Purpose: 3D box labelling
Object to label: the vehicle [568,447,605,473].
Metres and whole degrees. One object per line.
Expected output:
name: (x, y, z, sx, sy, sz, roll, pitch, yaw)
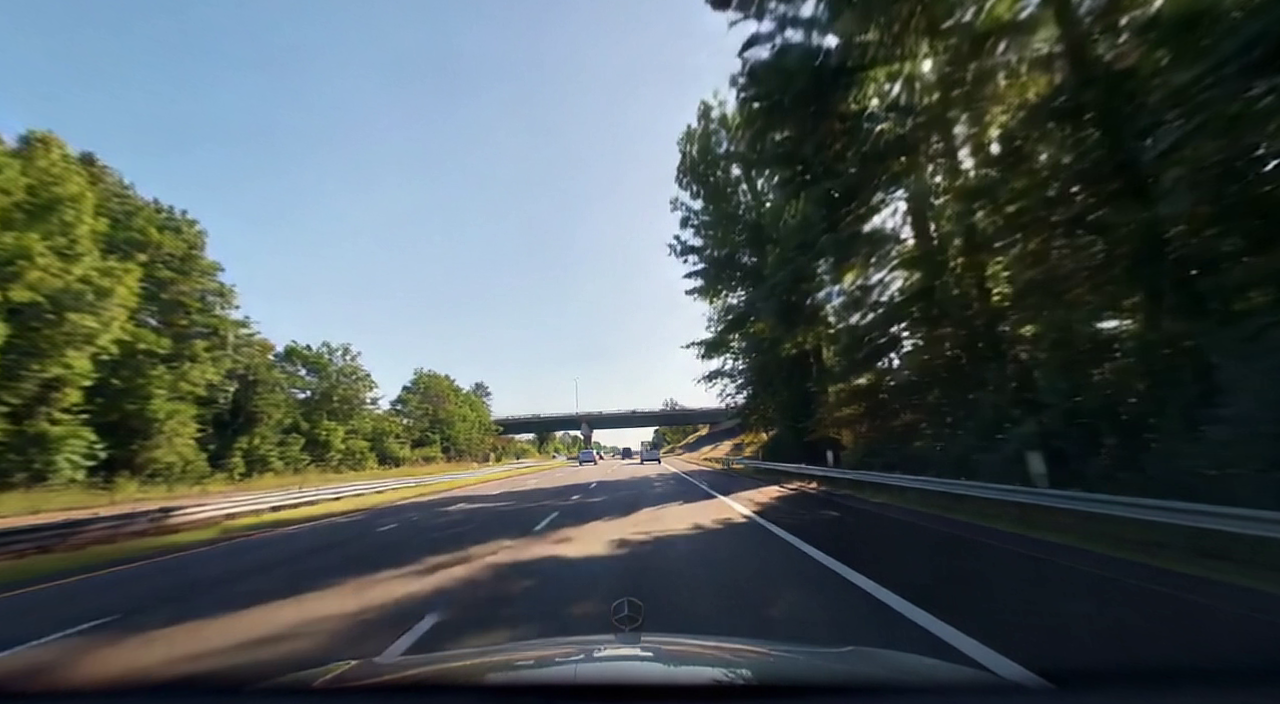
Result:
vehicle: (-3.460, 7.077, 41.490, 2.049, 1.575, 4.019, 0, -9, 0)
